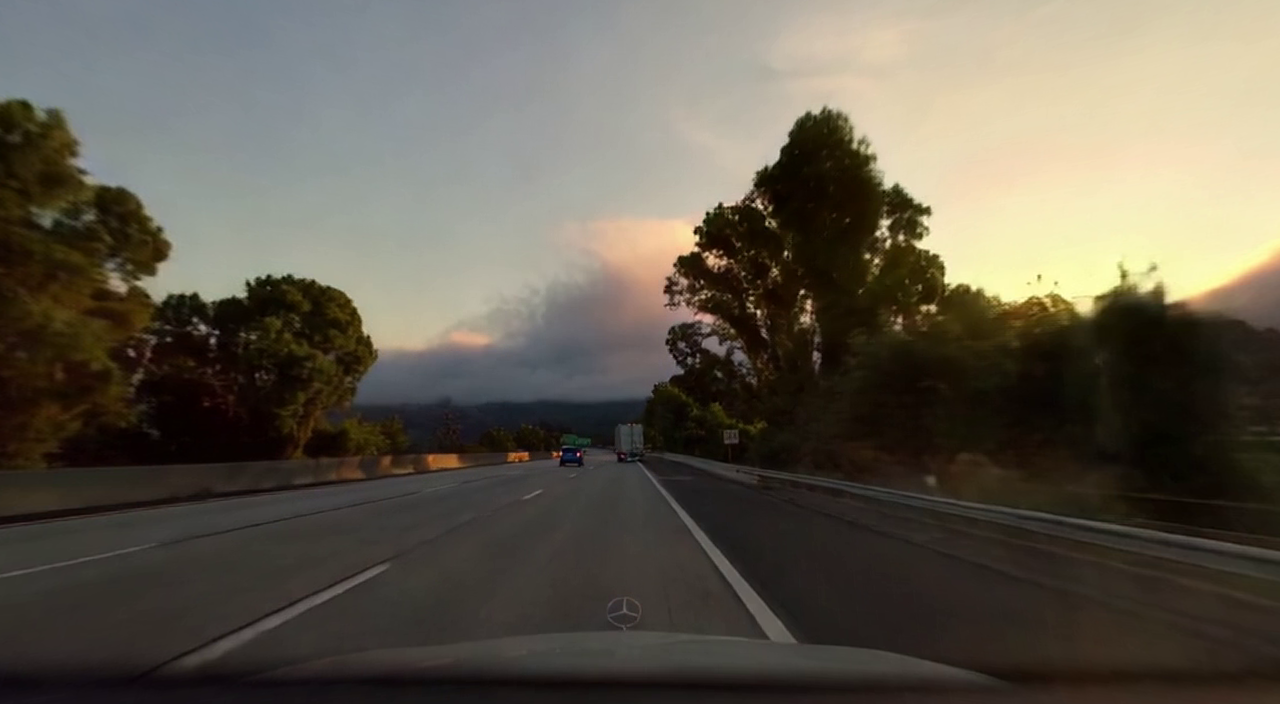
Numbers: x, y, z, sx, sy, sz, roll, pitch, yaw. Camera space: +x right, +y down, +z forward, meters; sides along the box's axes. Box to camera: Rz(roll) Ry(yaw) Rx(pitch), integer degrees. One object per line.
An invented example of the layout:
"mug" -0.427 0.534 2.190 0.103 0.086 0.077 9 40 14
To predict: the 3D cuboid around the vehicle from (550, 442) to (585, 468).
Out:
"vehicle" -5.461 7.870 48.201 2.124 1.888 5.226 0 -9 -1
